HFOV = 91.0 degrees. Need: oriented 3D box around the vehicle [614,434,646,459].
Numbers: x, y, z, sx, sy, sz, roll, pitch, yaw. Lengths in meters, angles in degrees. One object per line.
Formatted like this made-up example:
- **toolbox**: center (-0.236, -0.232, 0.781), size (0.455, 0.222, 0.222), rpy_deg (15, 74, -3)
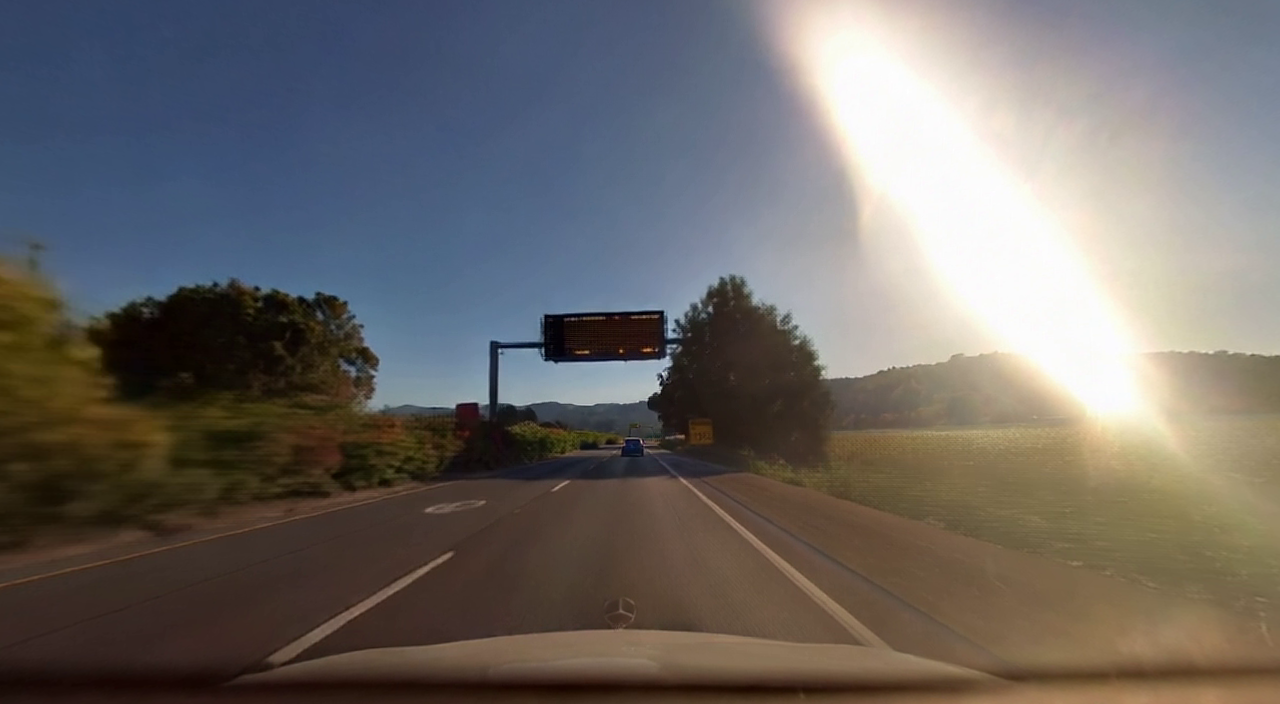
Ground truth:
- **vehicle**: center (-0.712, 6.661, 44.538), size (2.180, 1.717, 4.139), rpy_deg (0, -8, -1)
